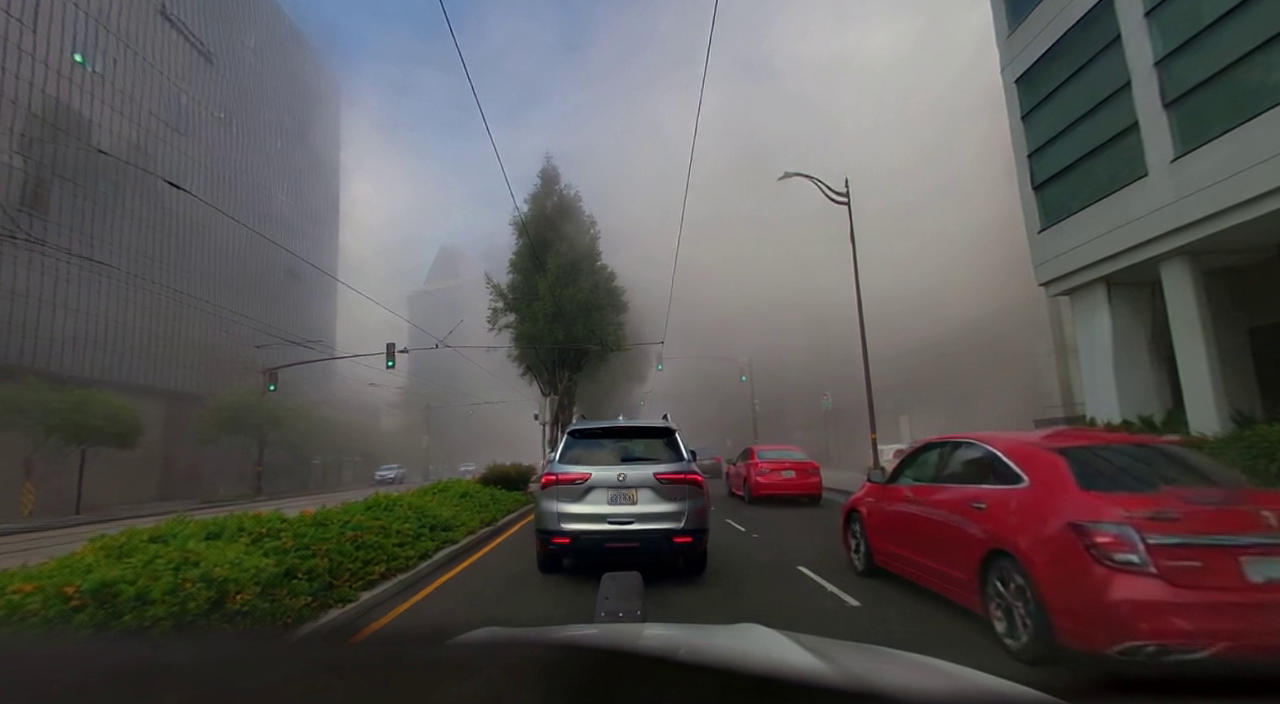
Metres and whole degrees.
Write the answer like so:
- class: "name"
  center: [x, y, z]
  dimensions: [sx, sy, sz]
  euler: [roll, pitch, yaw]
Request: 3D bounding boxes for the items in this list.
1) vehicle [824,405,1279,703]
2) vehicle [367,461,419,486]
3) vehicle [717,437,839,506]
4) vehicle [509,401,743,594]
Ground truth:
- class: "vehicle"
  center: [3.127, 1.292, 4.902]
  dimensions: [1.993, 1.480, 4.324]
  euler: [0, -8, -1]
- class: "vehicle"
  center: [-16.008, 7.871, 41.203]
  dimensions: [1.798, 1.409, 4.239]
  euler: [0, -8, -2]
- class: "vehicle"
  center: [3.460, 3.079, 16.772]
  dimensions: [2.128, 1.582, 4.188]
  euler: [0, -8, -3]
- class: "vehicle"
  center: [-0.199, 1.670, 8.106]
  dimensions: [2.178, 1.779, 4.255]
  euler: [0, -8, -2]
